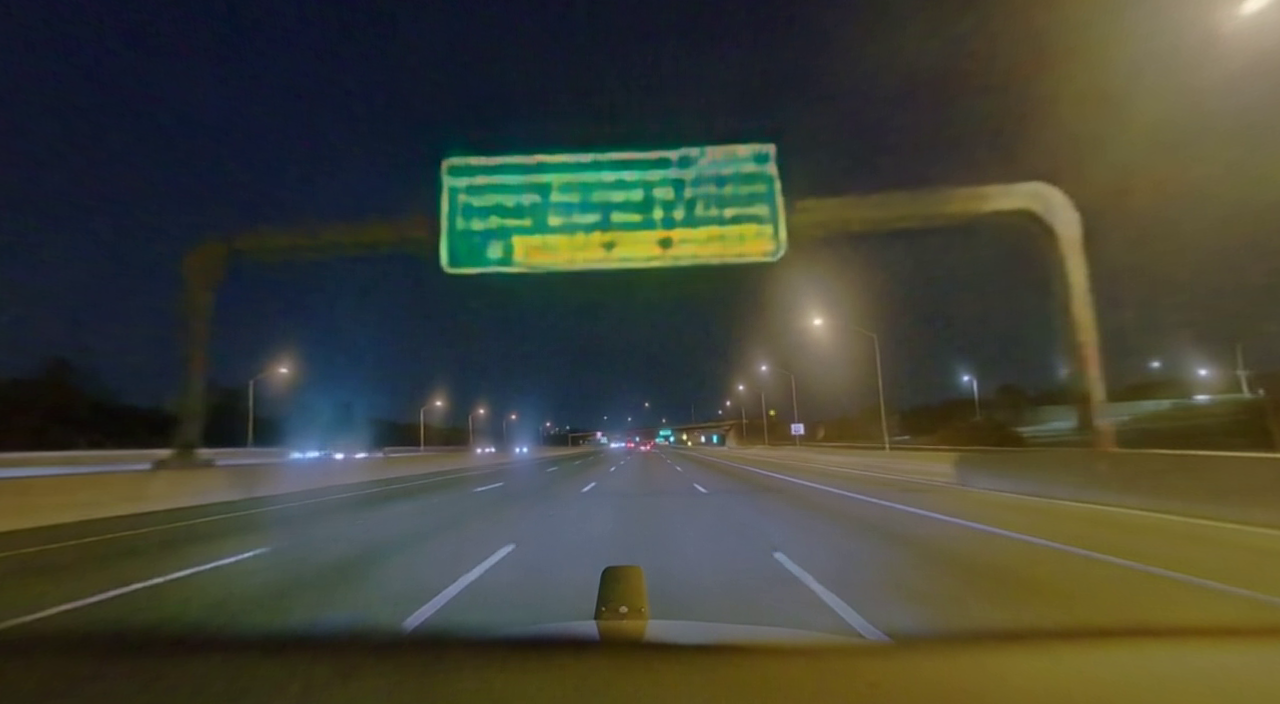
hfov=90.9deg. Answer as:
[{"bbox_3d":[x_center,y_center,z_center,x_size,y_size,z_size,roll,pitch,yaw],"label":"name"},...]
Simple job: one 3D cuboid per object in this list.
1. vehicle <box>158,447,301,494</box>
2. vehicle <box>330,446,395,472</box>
[{"bbox_3d":[-14.395,4.144,22.542,1.878,1.476,4.734,-1,-8,1],"label":"vehicle"},{"bbox_3d":[-17.403,6.720,39.853,2.048,1.476,4.721,0,-9,-1],"label":"vehicle"}]
